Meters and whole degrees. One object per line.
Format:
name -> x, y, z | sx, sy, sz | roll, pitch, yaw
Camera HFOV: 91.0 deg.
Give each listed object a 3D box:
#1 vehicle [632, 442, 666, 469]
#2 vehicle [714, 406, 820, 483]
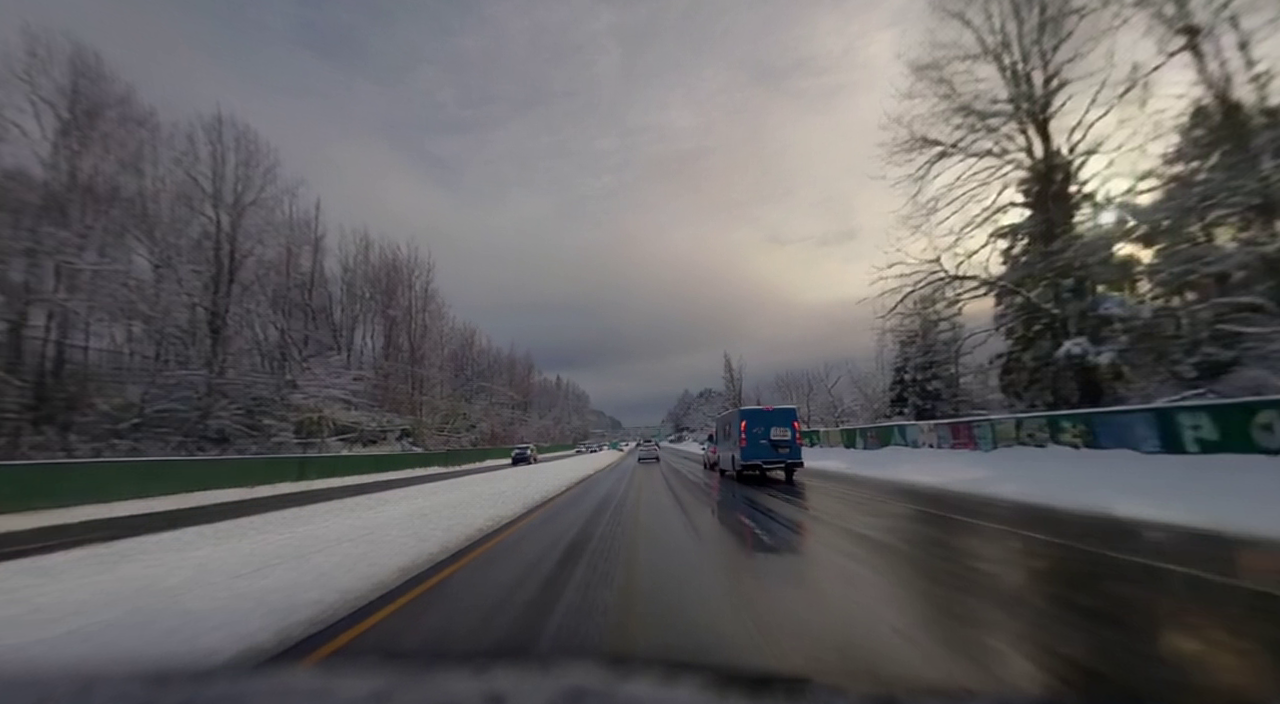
vehicle -> 0.530, 6.418, 39.325 | 2.030, 1.572, 4.067 | 0, -8, 0
vehicle -> 4.837, 3.737, 25.487 | 2.712, 2.659, 6.992 | 0, -8, -1
